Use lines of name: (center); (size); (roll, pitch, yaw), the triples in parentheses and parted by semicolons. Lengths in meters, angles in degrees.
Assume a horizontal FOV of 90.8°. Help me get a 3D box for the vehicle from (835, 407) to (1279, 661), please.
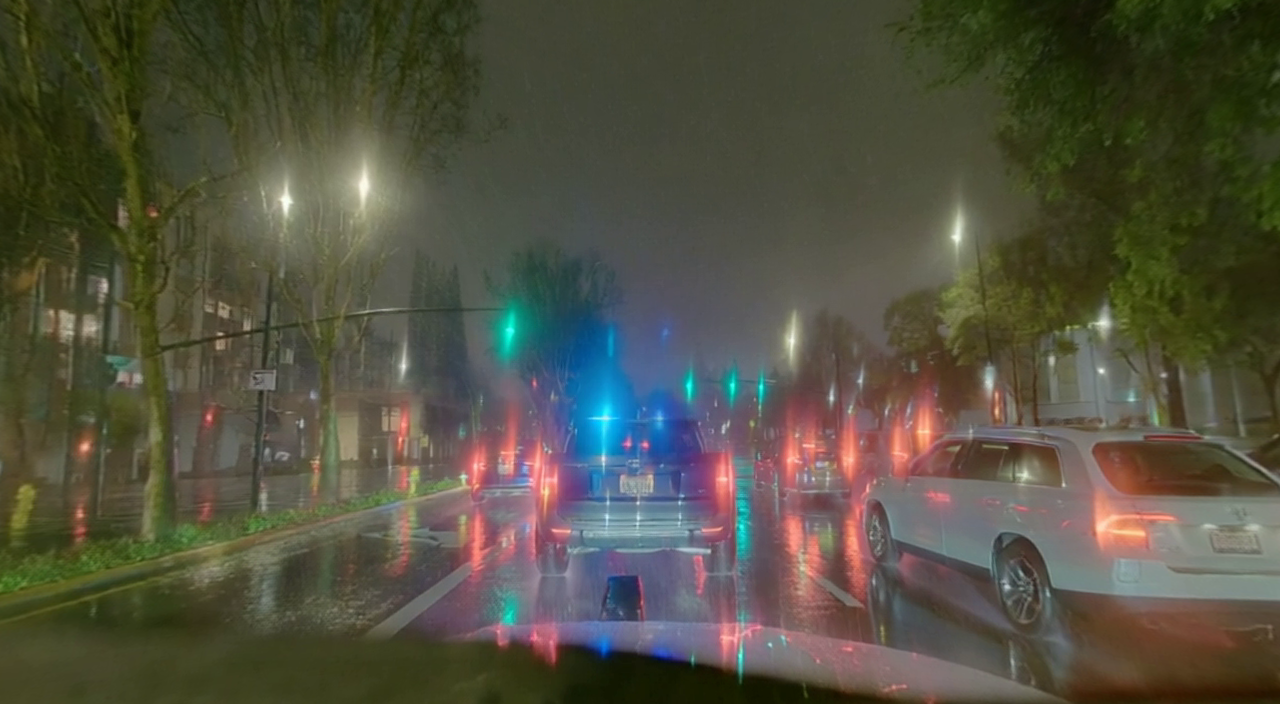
vehicle: (3.643, 1.408, 6.068); (1.995, 1.483, 4.533); (0, -8, -1)

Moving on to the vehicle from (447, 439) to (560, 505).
vehicle: (-3.305, 2.987, 16.214); (1.913, 1.464, 4.276); (0, -8, 0)

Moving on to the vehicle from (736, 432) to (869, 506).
vehicle: (3.646, 2.706, 15.054); (1.940, 1.474, 4.234); (0, -8, -1)

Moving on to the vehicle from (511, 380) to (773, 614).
vehicle: (-0.033, 1.456, 7.270); (2.038, 1.819, 4.505); (0, -8, -1)
